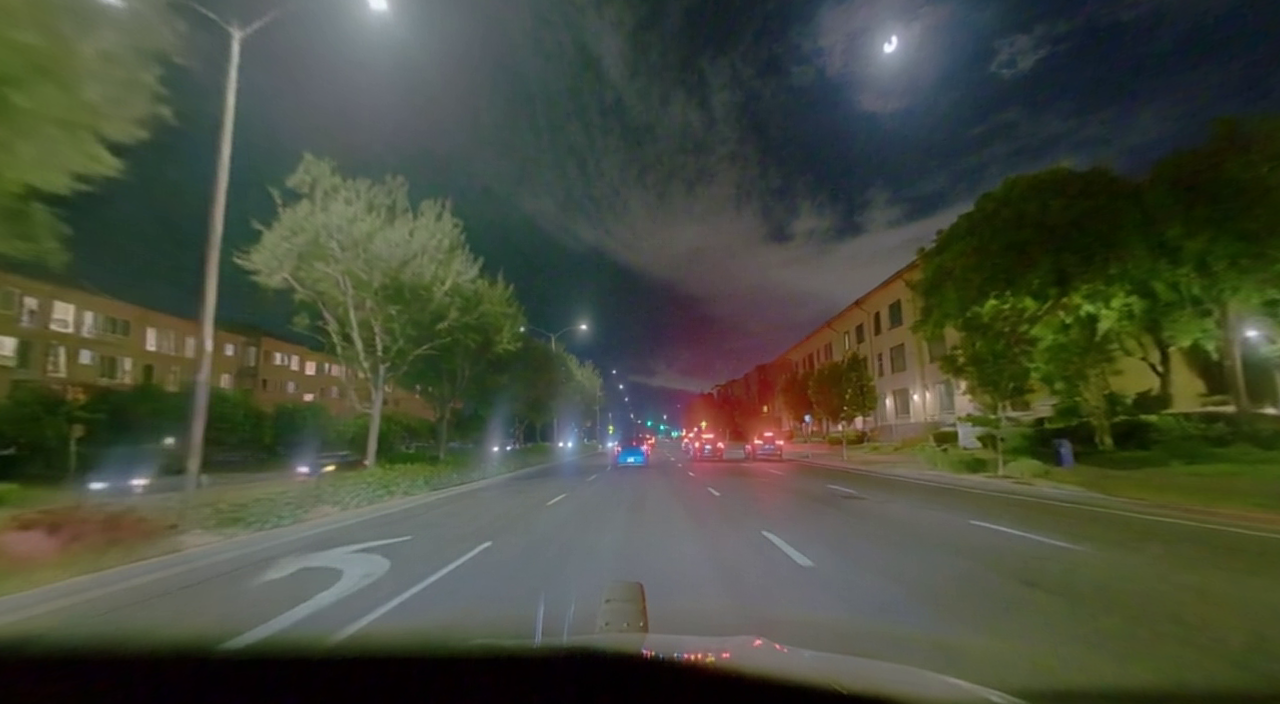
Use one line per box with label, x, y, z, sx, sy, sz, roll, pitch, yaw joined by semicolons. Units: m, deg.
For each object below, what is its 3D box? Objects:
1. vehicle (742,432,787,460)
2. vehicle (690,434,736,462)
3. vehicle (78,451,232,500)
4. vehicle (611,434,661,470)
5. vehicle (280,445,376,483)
vehicle;7.916;6.015;40.387;1.972;1.700;4.269;0;-8;0
vehicle;4.112;5.486;36.119;2.067;1.514;4.188;0;-8;0
vehicle;-17.184;4.365;22.690;1.923;1.469;4.537;0;-8;1
vehicle;-0.147;4.519;28.677;2.102;1.481;3.907;0;-8;1
vehicle;-13.533;4.865;27.669;1.834;1.459;4.406;-1;-8;2
